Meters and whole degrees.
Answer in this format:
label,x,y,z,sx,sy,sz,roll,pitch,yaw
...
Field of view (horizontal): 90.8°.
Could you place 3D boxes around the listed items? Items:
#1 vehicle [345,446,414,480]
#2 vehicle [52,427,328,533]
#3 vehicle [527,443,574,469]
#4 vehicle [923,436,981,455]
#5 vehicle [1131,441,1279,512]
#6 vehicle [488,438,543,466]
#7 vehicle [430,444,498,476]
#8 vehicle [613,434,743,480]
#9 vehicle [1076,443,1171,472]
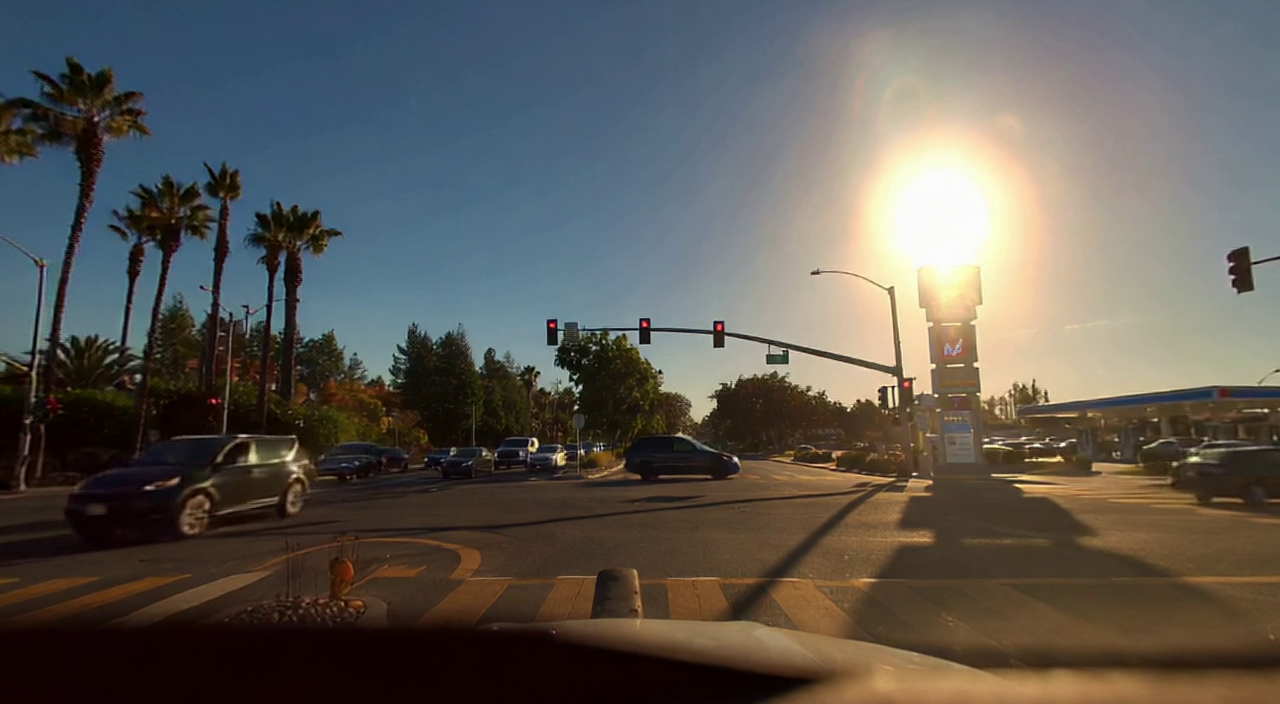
label,x,y,z,sx,sy,sz,roll,pitch,yaw
vehicle,-11.972,5.099,29.247,1.633,1.460,3.540,0,-9,0
vehicle,-8.446,2.418,12.577,2.124,1.701,4.551,0,-9,0
vehicle,-5.398,6.337,38.713,2.079,1.490,5.064,0,-9,1
vehicle,22.529,6.760,45.662,3.356,1.395,1.559,0,-9,-1
vehicle,14.194,2.751,14.165,4.579,1.464,1.983,0,-9,3
vehicle,-8.738,7.101,44.993,2.609,1.865,5.875,0,-9,1
vehicle,-8.751,5.421,31.927,2.034,1.510,4.647,0,-9,1
vehicle,1.494,4.122,24.899,4.892,1.719,1.929,-1,-9,5
vehicle,24.253,5.296,31.740,3.474,1.376,1.538,0,-9,-2
